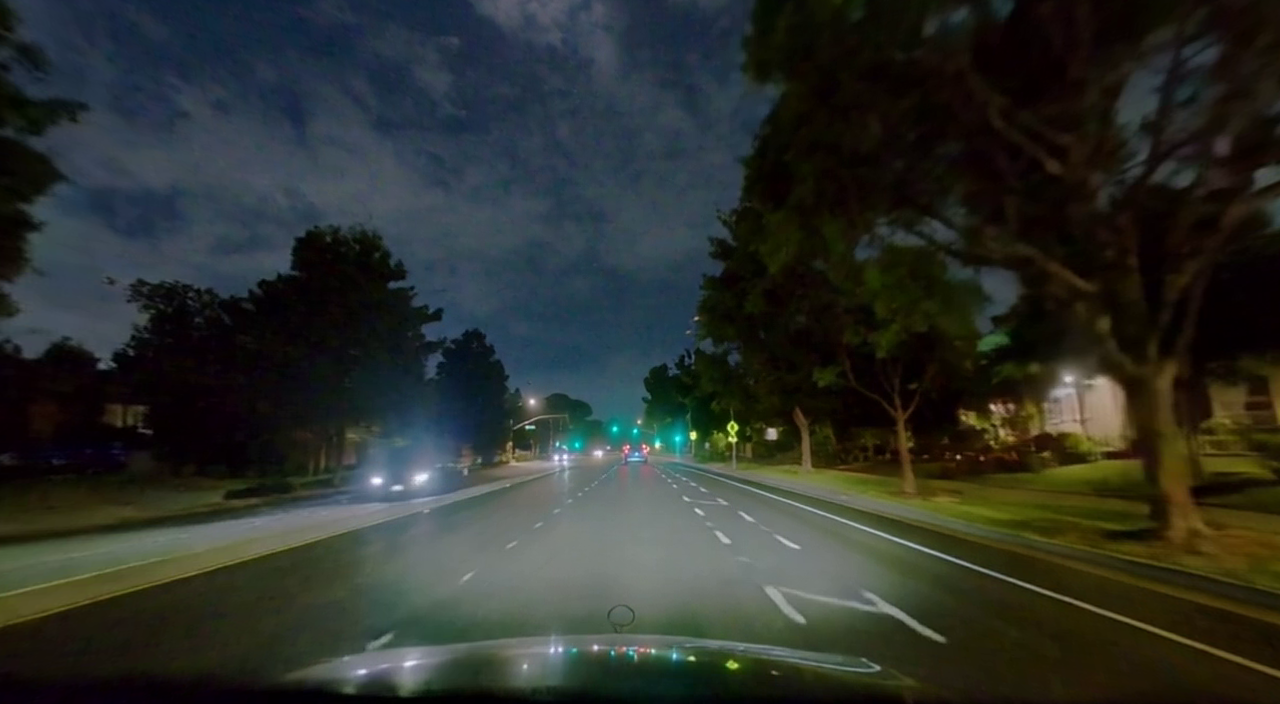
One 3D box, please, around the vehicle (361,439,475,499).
[{"bbox_3d":[-7.178,3.804,20.892,2.165,1.785,4.222,0,-9,1],"label":"vehicle"}]
